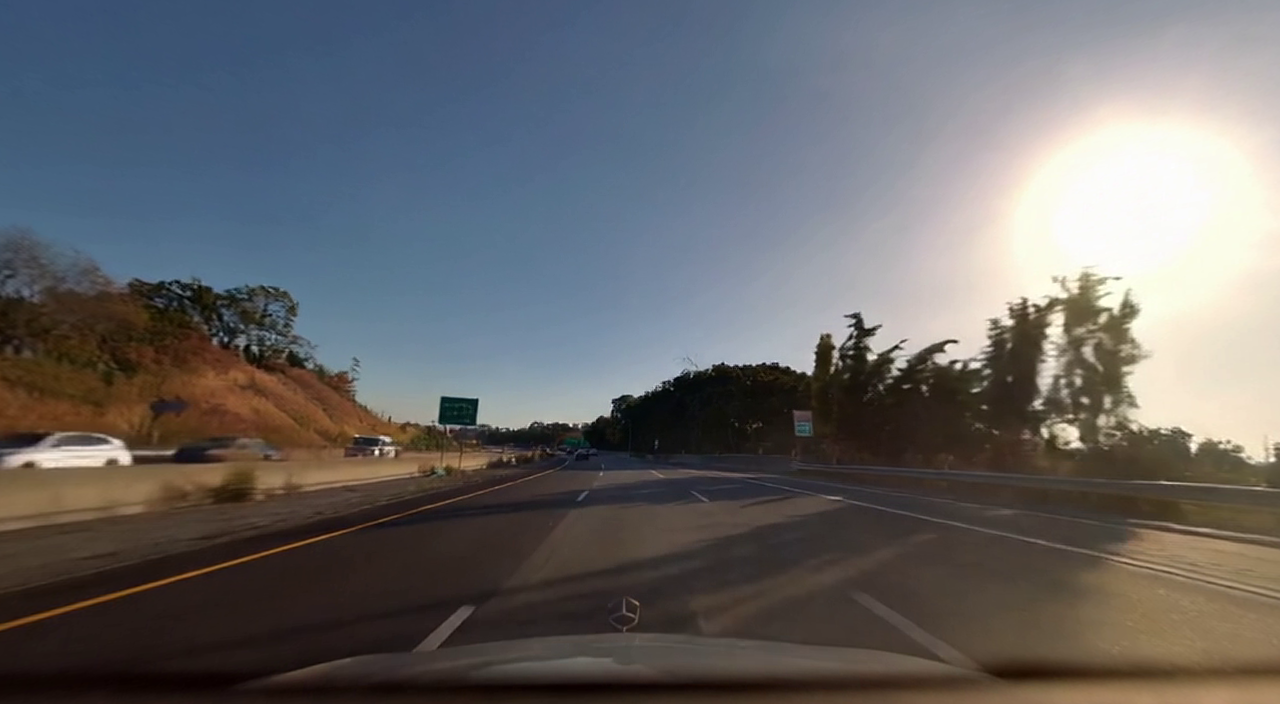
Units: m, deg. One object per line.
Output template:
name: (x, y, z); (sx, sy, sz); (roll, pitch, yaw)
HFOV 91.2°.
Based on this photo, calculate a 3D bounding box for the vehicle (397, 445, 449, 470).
vehicle: (-13.770, 6.700, 40.019); (1.822, 1.492, 4.026); (0, -9, 1)

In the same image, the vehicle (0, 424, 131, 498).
vehicle: (-14.622, 2.495, 14.462); (1.906, 1.558, 4.561); (0, -9, -1)

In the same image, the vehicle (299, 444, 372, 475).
vehicle: (-15.678, 5.538, 32.514); (1.791, 1.478, 4.072); (0, -9, -1)

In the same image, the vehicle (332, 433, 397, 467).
vehicle: (-20.583, 7.375, 47.179); (2.300, 2.303, 6.068); (0, -9, -2)

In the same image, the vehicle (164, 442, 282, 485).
vehicle: (-15.315, 4.091, 23.302); (1.750, 1.437, 3.997); (0, -9, -3)
